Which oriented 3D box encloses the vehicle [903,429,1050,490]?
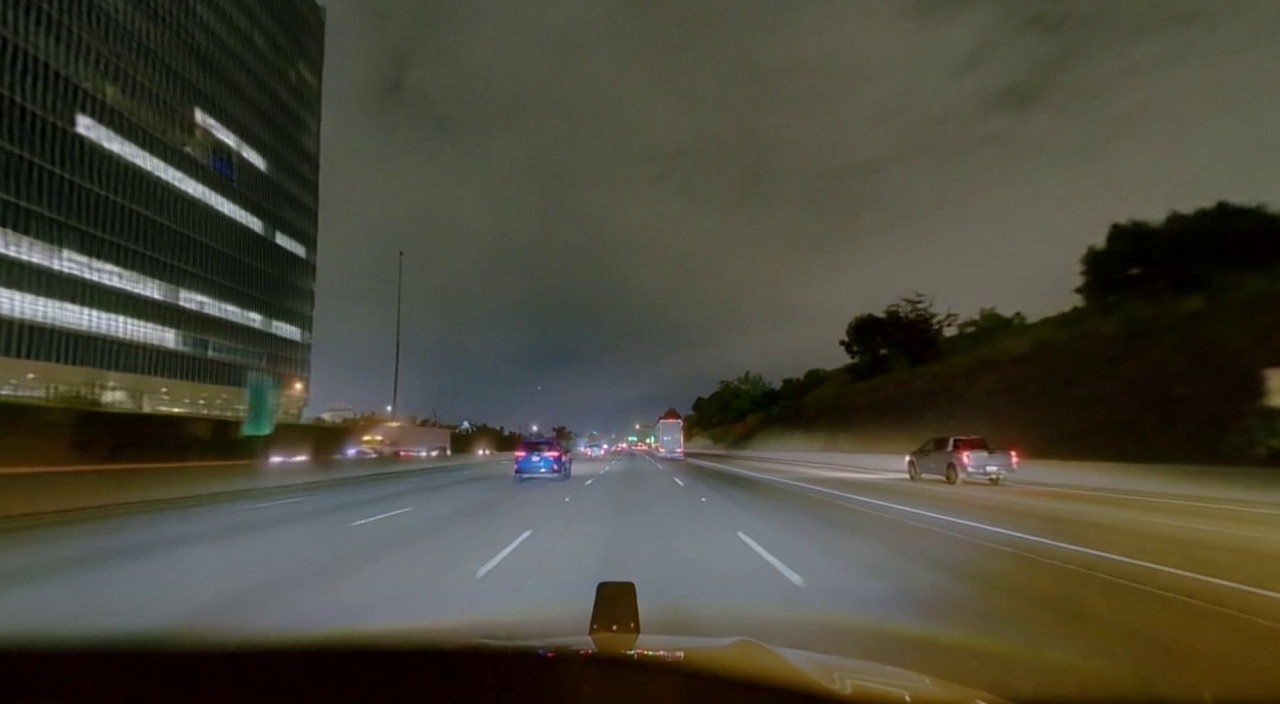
[{"bbox_3d":[11.132,3.622,21.489,2.089,1.787,5.080,0,-9,-1],"label":"vehicle"}]

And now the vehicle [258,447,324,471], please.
[{"bbox_3d":[-23.534,7.214,42.792,1.904,1.491,4.603,0,-9,0],"label":"vehicle"}]

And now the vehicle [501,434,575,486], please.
[{"bbox_3d":[-3.569,3.886,22.928,2.039,1.710,4.237,0,-9,-1],"label":"vehicle"}]
